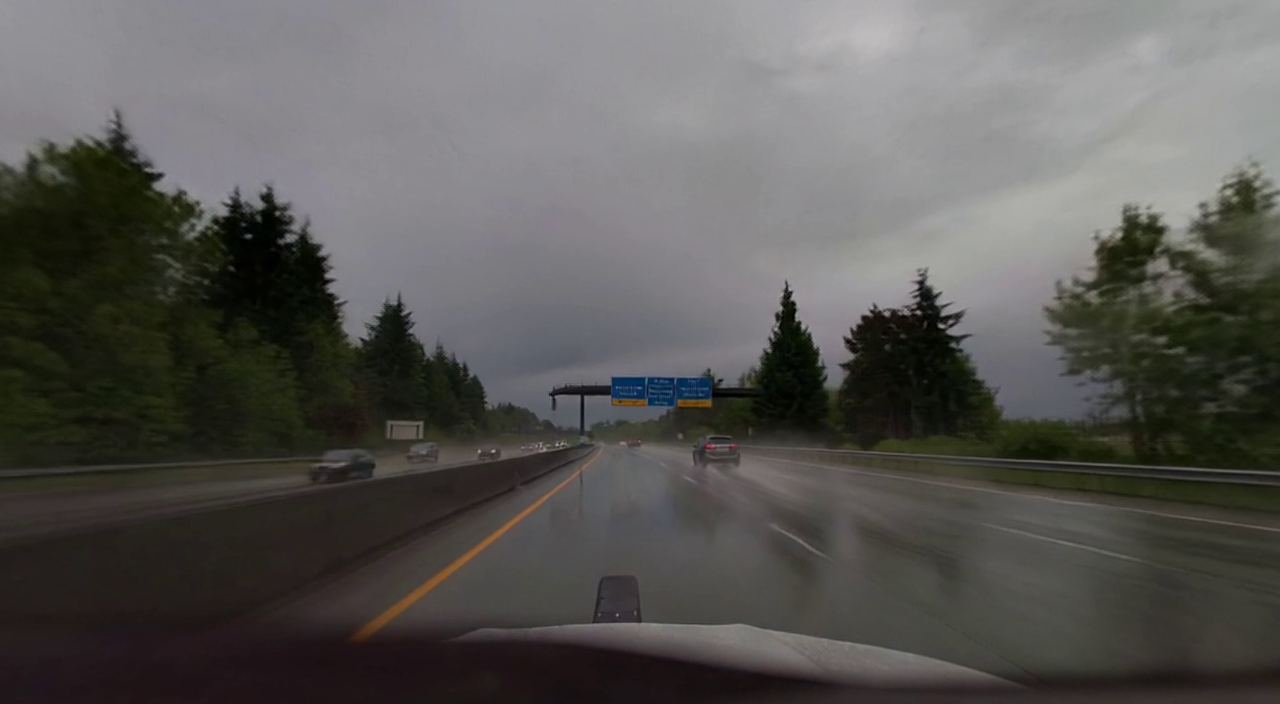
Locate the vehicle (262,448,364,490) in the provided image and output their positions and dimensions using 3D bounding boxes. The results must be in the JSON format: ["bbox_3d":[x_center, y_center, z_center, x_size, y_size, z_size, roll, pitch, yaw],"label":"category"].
[{"bbox_3d":[-13.403,4.778,26.170,1.924,1.488,4.511,0,-8,-2],"label":"vehicle"}]

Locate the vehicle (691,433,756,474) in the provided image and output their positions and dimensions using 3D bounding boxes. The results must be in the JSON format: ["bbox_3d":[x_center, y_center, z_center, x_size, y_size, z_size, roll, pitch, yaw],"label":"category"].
[{"bbox_3d":[3.376,4.197,26.374,1.958,1.526,4.227,1,-8,-3],"label":"vehicle"}]
